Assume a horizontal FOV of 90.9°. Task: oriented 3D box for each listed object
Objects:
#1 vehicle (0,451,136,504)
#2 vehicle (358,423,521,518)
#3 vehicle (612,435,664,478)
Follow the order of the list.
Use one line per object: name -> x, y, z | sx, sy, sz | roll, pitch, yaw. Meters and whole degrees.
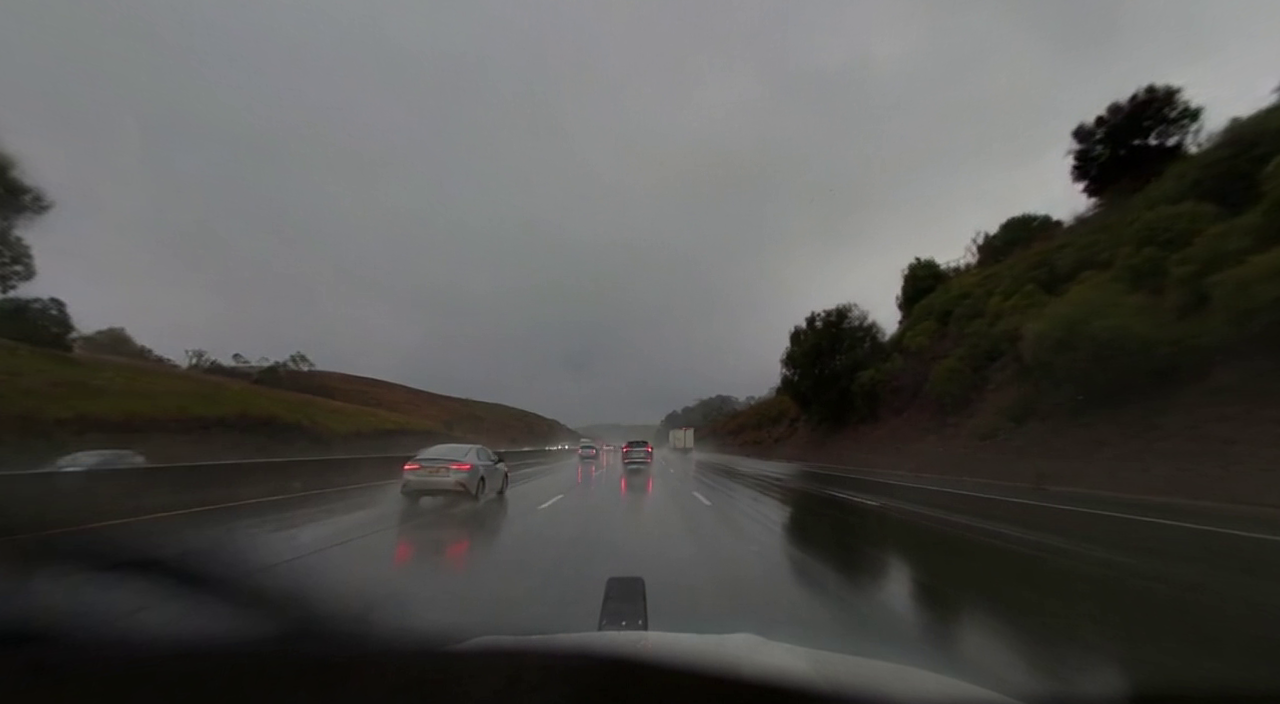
vehicle -> -19.560, 4.063, 20.844 | 1.877, 1.477, 4.767 | 0, -8, 0
vehicle -> -4.030, 2.450, 13.531 | 2.076, 1.690, 4.113 | 0, -8, 1
vehicle -> -0.067, 4.487, 27.381 | 2.086, 1.685, 4.206 | 0, -8, 0
